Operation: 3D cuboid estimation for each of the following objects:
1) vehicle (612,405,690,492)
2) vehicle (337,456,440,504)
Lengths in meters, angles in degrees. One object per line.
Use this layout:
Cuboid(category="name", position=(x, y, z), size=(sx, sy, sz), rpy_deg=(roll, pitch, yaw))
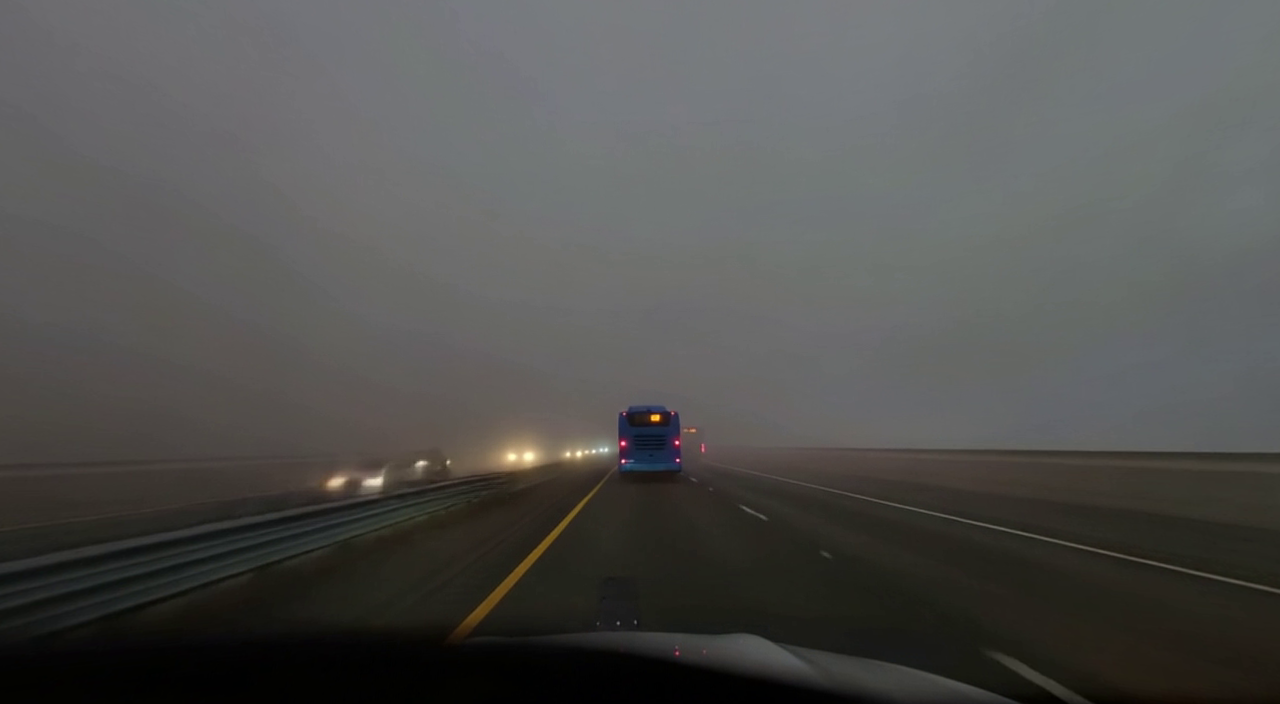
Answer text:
Cuboid(category="vehicle", position=(0.287, 3.422, 22.344), size=(2.414, 2.675, 5.574), rpy_deg=(0, -9, -1))
Cuboid(category="vehicle", position=(-9.174, 4.683, 23.315), size=(1.917, 1.523, 4.526), rpy_deg=(-1, -9, 1))
